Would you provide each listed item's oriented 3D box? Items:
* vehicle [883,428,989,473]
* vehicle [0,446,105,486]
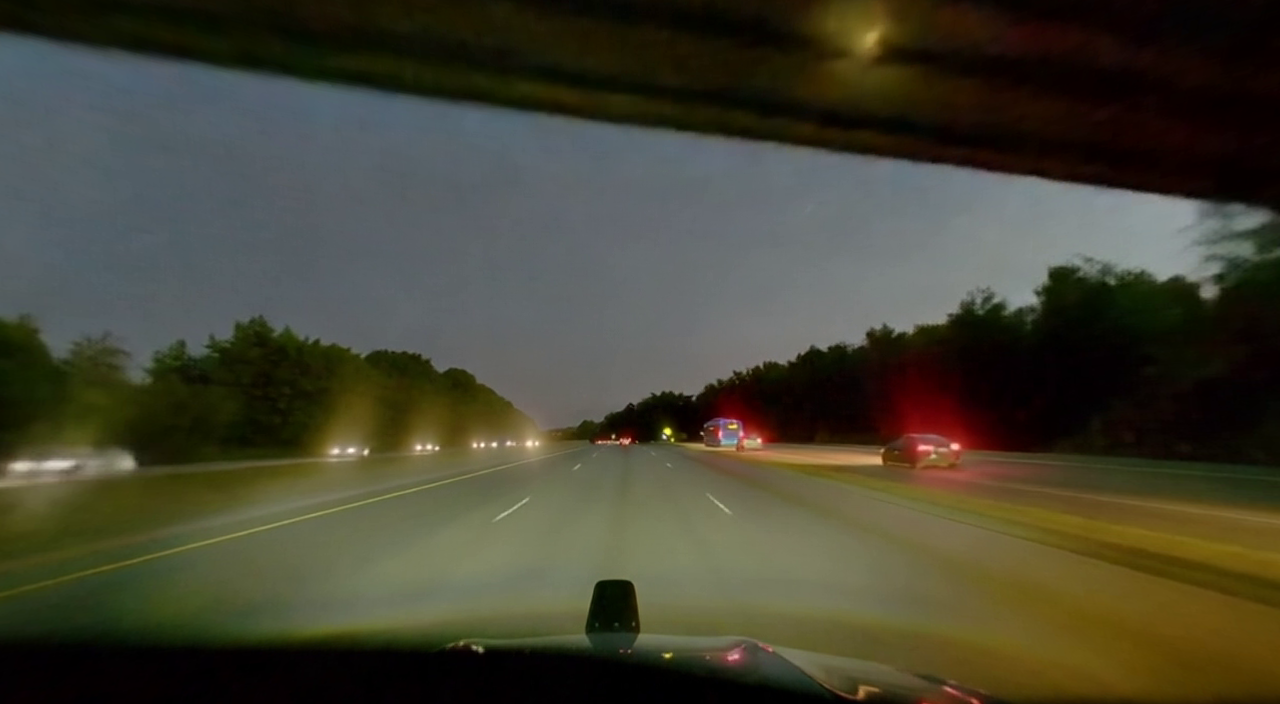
[{"bbox_3d":[10.464,3.481,22.567,1.880,1.460,3.770,0,-8,-2],"label":"vehicle"},{"bbox_3d":[-24.966,4.735,26.370,1.749,1.450,3.862,0,-8,-3],"label":"vehicle"}]
